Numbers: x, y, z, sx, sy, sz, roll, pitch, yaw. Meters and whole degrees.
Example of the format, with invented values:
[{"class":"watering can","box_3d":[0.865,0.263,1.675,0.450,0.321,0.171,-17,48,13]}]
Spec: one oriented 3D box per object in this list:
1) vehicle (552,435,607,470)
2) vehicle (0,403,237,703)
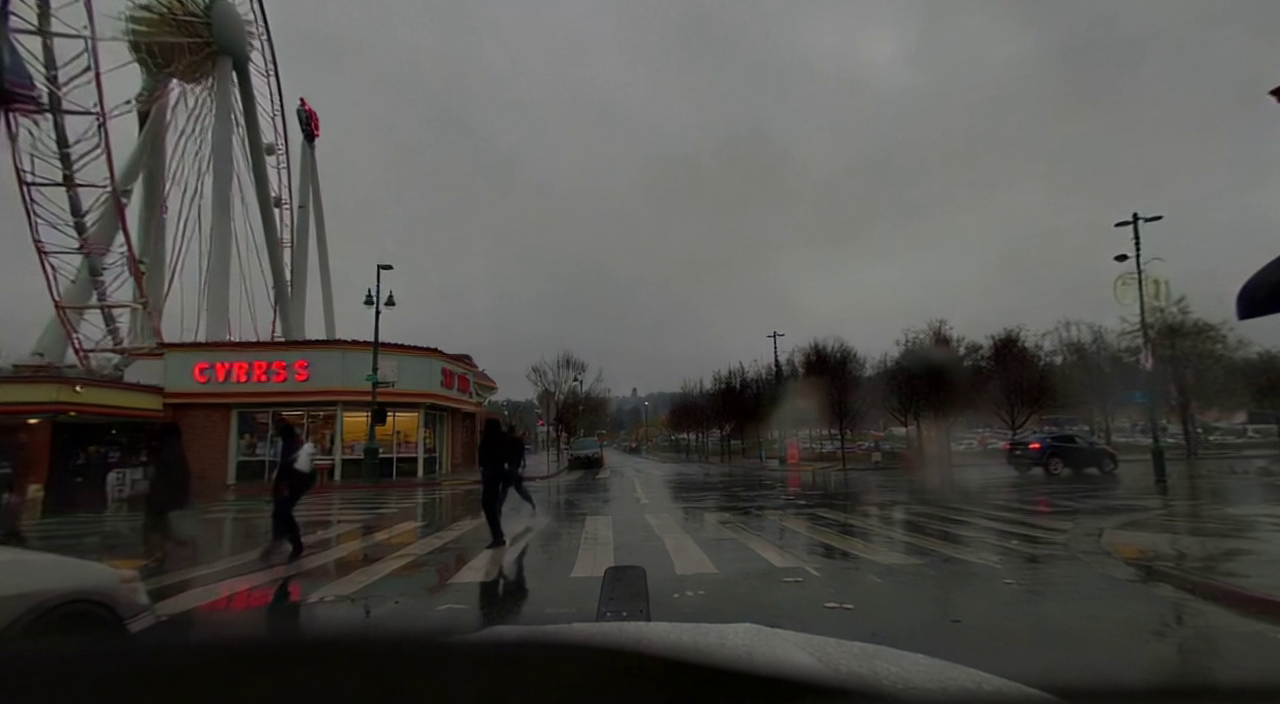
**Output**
[{"class":"vehicle","box_3d":[-3.938,6.381,40.254,2.549,2.000,5.699,2,-9,-15]},{"class":"vehicle","box_3d":[-3.366,0.787,1.187,1.940,1.505,4.676,-1,-9,3]}]
